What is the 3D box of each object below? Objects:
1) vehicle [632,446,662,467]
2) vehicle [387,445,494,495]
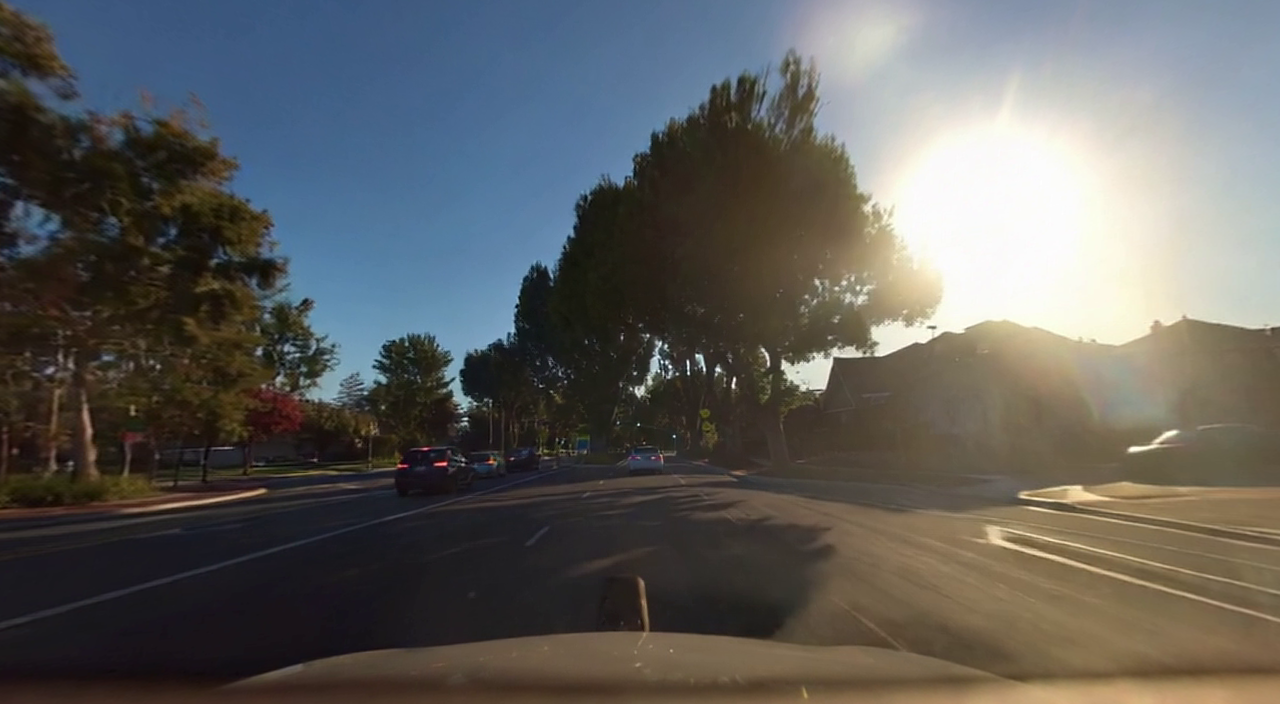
[{"bbox_3d":[0.511,7.666,46.356,2.106,1.517,4.375,0,-9,0],"label":"vehicle"},{"bbox_3d":[-6.483,3.875,21.047,2.014,1.472,4.357,0,-9,2],"label":"vehicle"}]
